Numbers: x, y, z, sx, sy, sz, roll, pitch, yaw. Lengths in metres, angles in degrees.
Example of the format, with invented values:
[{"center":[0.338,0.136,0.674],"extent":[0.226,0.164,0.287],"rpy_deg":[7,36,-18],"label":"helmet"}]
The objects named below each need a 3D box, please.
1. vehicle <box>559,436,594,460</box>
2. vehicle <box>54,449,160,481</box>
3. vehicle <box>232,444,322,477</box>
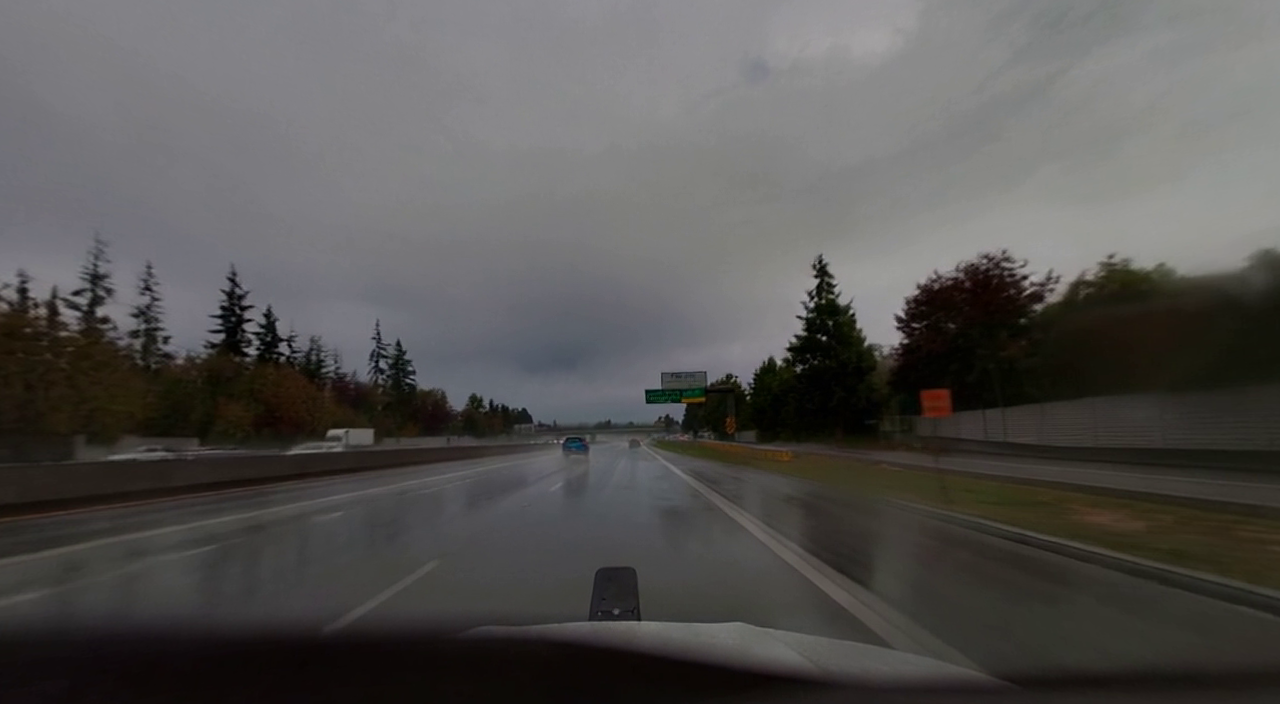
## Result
[{"center":[-4.476,6.829,45.009],"extent":[2.129,1.641,4.263],"rpy_deg":[0,-8,0],"label":"vehicle"},{"center":[-28.351,6.001,33.725],"extent":[1.885,1.490,4.512],"rpy_deg":[0,-8,-4],"label":"vehicle"},{"center":[-18.247,5.429,31.912],"extent":[1.867,1.465,4.491],"rpy_deg":[0,-8,0],"label":"vehicle"}]
